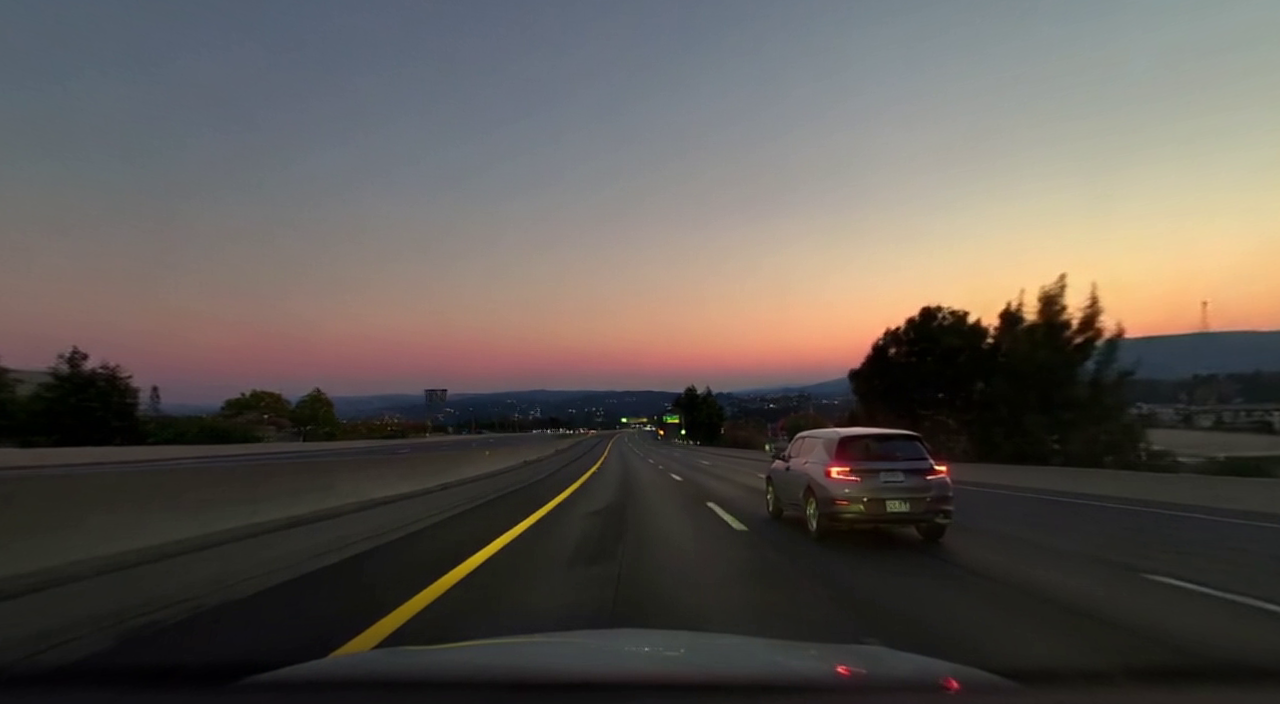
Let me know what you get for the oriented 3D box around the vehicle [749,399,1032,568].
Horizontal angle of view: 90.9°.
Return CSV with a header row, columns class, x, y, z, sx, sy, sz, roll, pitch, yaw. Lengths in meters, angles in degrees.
class,x,y,z,sx,sy,sz,roll,pitch,yaw
vehicle,2.954,1.660,8.653,2.059,1.715,4.192,0,-8,-1
